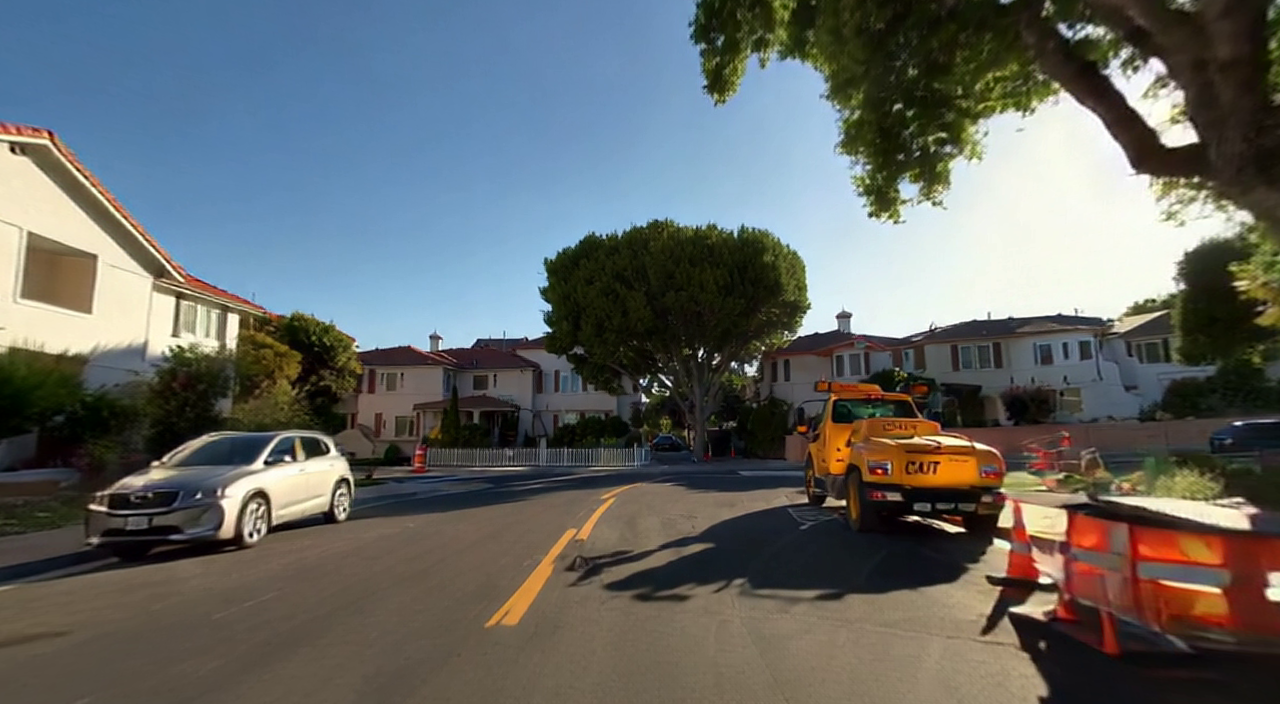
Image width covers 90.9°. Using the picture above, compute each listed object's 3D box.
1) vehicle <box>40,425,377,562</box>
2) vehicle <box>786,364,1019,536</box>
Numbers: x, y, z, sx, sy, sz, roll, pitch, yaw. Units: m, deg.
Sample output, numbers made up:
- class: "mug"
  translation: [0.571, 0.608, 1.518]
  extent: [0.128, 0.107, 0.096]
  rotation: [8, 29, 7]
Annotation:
- class: "vehicle"
  translation: [-6.640, 2.168, 10.663]
  extent: [2.220, 1.765, 4.799]
  rotation: [0, -8, 1]
- class: "vehicle"
  translation: [4.433, 1.743, 11.453]
  extent: [2.501, 2.613, 3.505]
  rotation: [1, -8, -3]
